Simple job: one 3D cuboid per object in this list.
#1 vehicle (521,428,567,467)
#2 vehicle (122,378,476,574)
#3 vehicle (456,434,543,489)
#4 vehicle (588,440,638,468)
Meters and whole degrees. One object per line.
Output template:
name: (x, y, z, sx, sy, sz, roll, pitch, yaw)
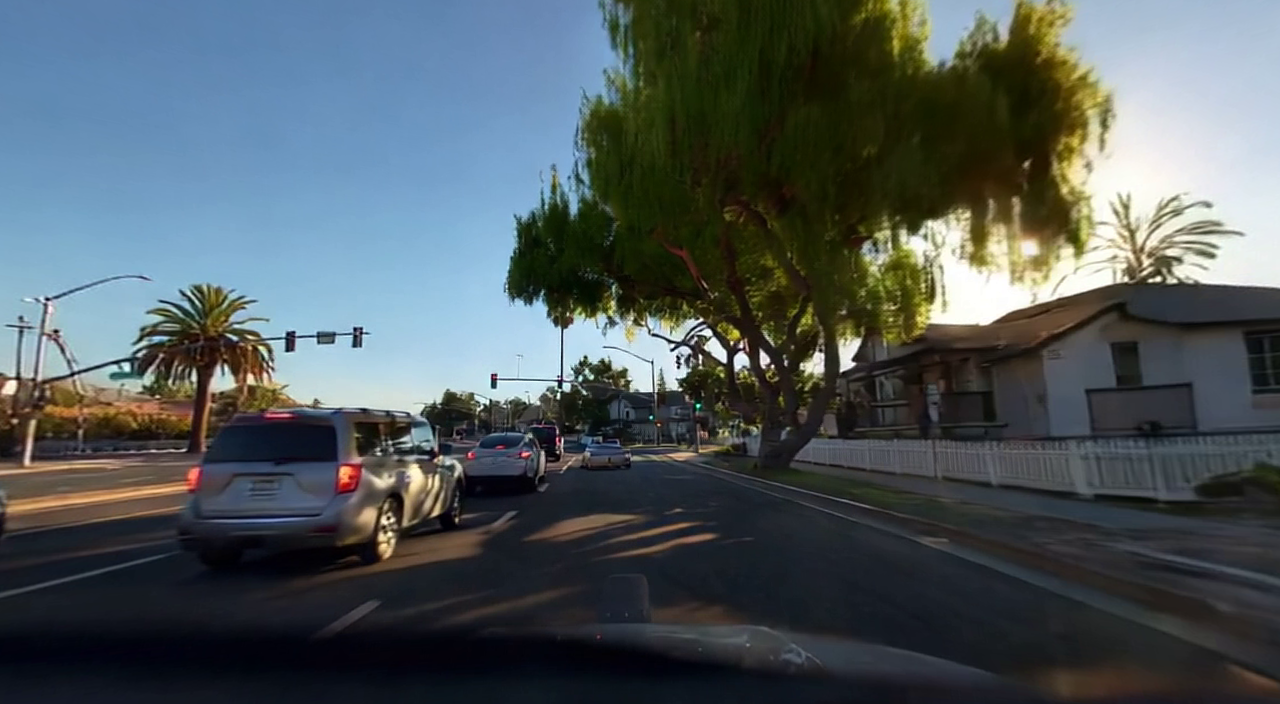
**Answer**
vehicle: (-5.007, 5.006, 33.369, 2.032, 1.852, 4.571, -1, -8, -4)
vehicle: (-3.998, 1.556, 8.719, 2.144, 1.877, 4.899, -1, -8, 0)
vehicle: (-4.077, 3.221, 18.947, 1.709, 1.425, 4.337, -1, -8, -1)
vehicle: (-1.356, 4.768, 29.761, 2.131, 1.222, 3.868, 0, -8, -6)
